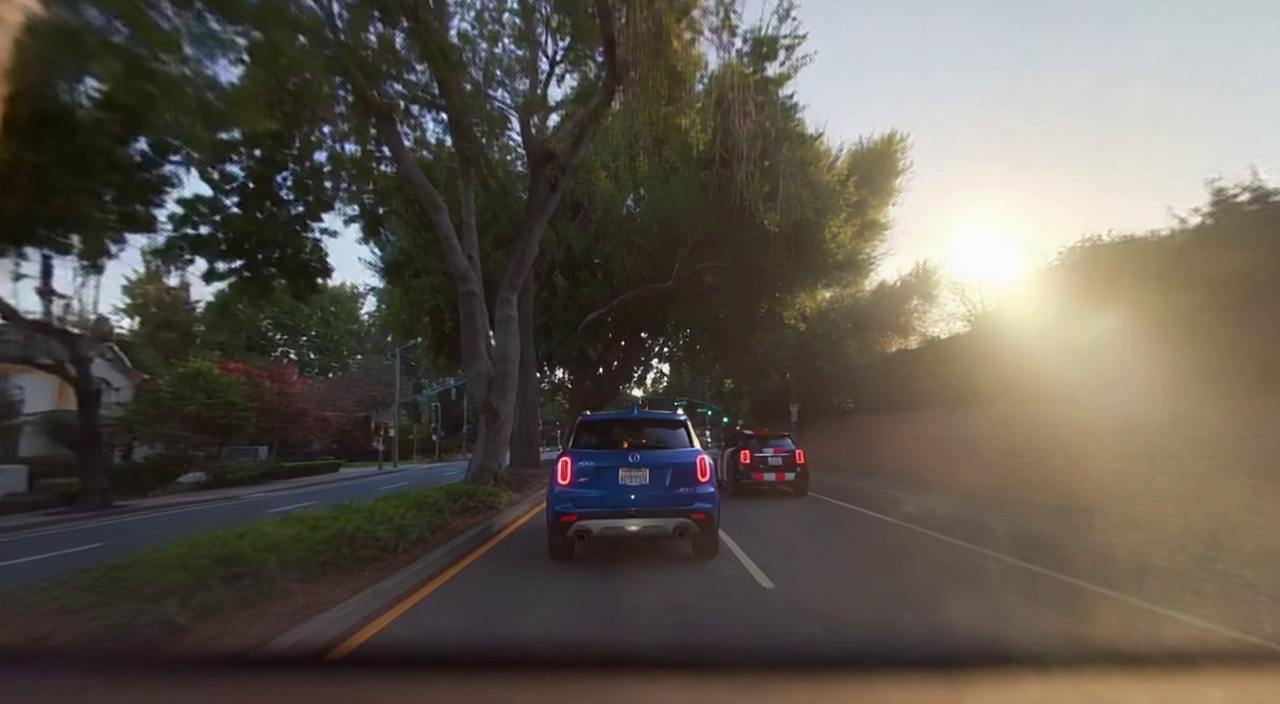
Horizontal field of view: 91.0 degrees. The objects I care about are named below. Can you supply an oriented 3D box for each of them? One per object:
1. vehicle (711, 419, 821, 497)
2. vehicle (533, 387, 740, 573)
[{"bbox_3d":[3.056,2.690,16.255,1.840,1.709,4.202,0,-8,-2],"label":"vehicle"},{"bbox_3d":[-0.083,1.468,7.732,1.984,1.777,3.148,0,-8,-2],"label":"vehicle"}]
